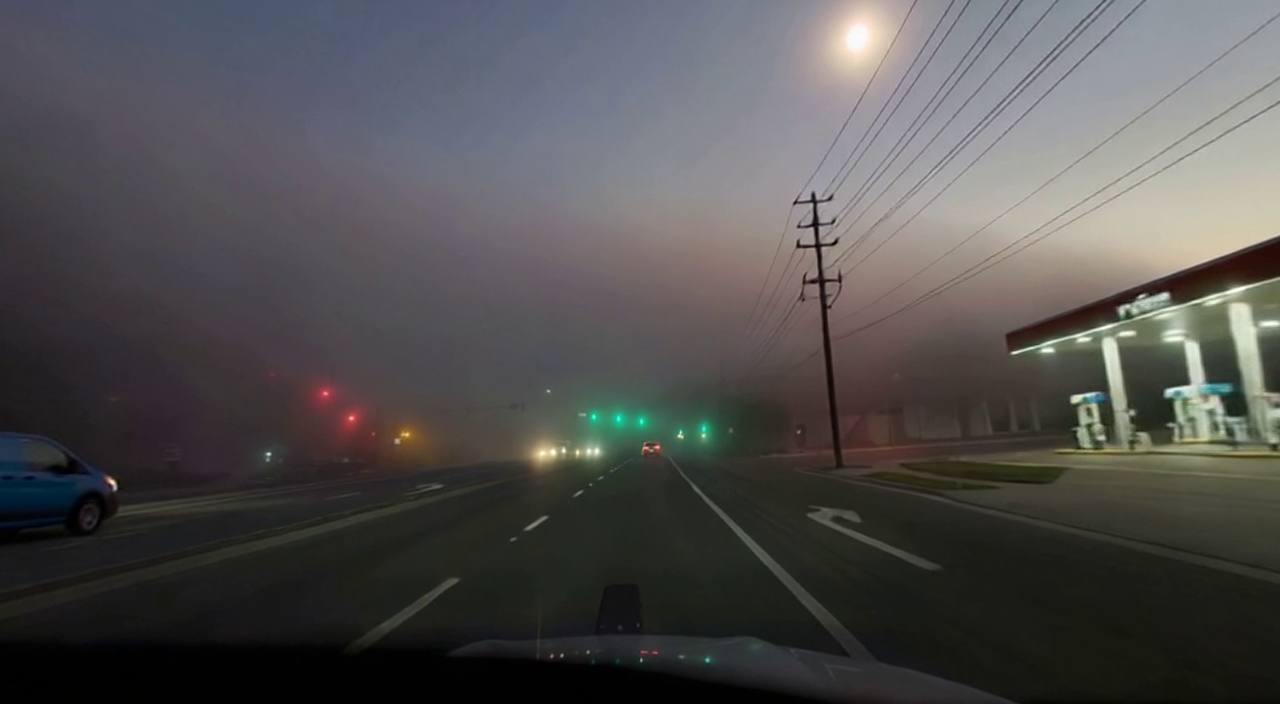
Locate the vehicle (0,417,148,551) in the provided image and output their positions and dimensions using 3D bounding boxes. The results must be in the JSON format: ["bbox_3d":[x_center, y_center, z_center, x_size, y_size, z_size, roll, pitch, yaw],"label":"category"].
[{"bbox_3d":[-9.964,1.845,8.791,2.149,1.848,4.961,0,-8,1],"label":"vehicle"}]
